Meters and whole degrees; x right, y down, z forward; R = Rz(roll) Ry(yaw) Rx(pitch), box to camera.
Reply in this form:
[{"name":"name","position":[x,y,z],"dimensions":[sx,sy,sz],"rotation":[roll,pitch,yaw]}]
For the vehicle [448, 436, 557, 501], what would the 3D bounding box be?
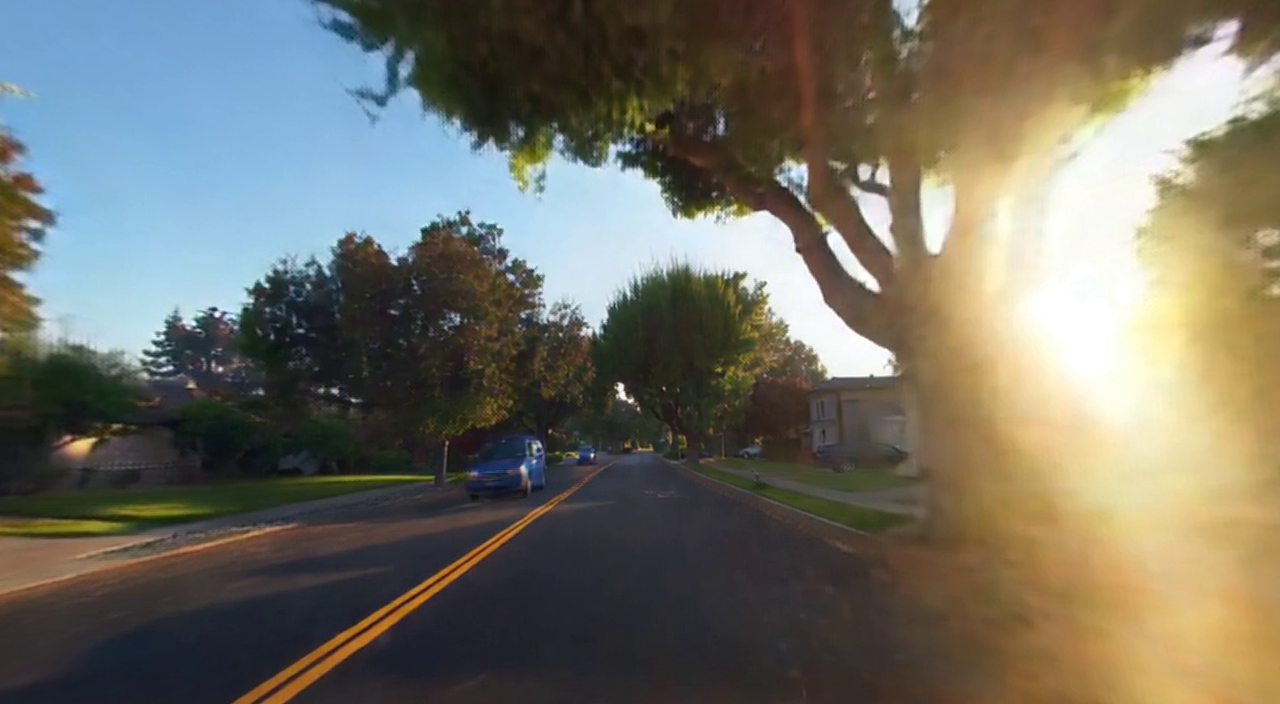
[{"name":"vehicle","position":[-4.306,3.756,20.901],"dimensions":[2.303,1.813,5.660],"rotation":[0,-8,0]}]
